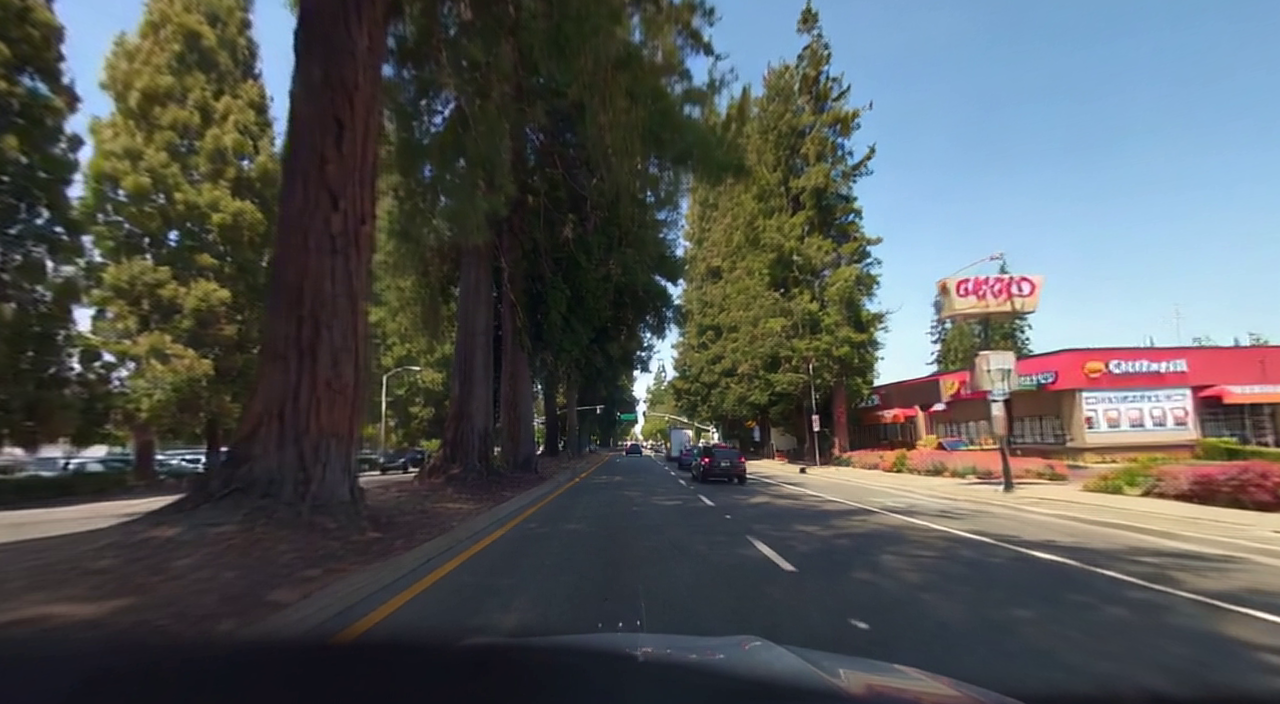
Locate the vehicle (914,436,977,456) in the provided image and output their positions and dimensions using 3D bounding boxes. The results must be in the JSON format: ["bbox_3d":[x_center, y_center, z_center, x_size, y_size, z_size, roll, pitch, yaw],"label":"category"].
[{"bbox_3d":[19.261,5.937,39.874,3.242,1.165,1.363,1,-7,-5],"label":"vehicle"}]

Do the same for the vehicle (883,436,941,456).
[{"bbox_3d":[19.335,6.670,44.955,3.361,1.321,1.571,2,-7,-7],"label":"vehicle"}]

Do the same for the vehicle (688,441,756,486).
[{"bbox_3d":[3.160,4.340,25.086,2.041,1.531,4.236,1,-7,-1],"label":"vehicle"}]

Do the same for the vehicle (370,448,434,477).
[{"bbox_3d":[-14.116,6.560,37.738,1.988,1.527,4.359,0,-7,2],"label":"vehicle"}]
